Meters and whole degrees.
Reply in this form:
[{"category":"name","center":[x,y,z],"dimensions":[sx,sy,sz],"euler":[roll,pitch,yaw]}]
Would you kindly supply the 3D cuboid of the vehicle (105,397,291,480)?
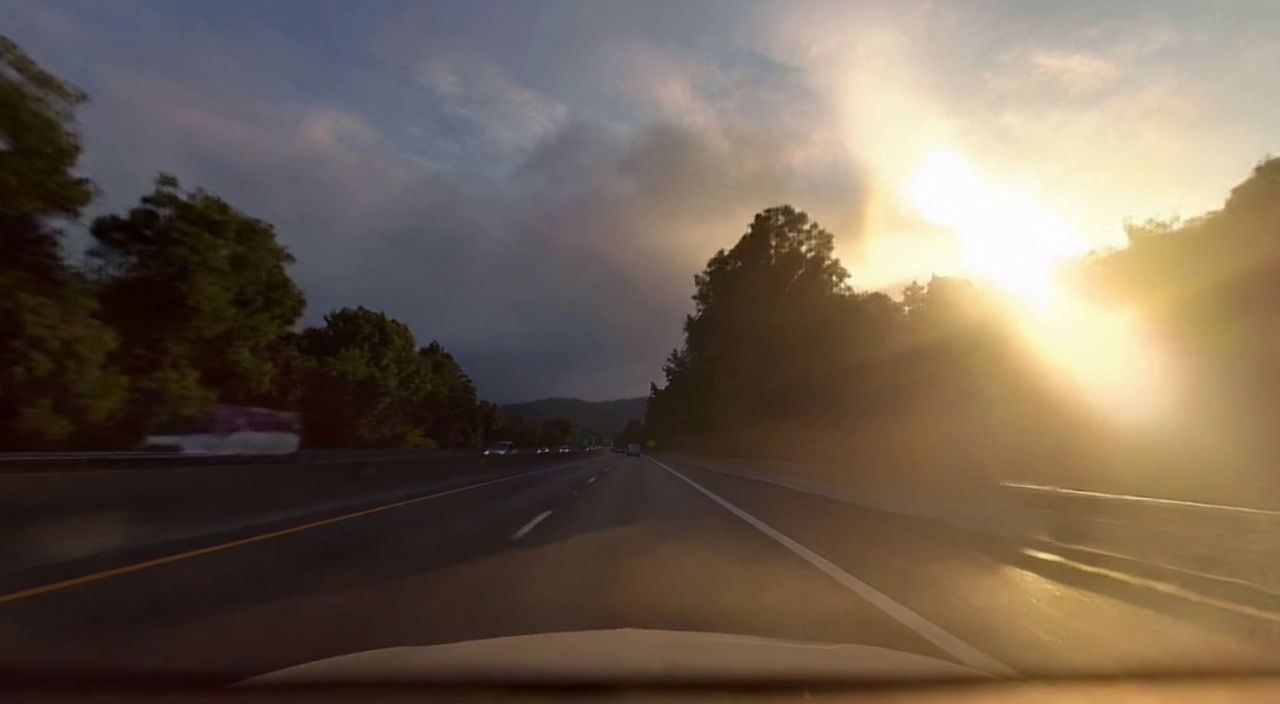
[{"category":"vehicle","center":[-16.269,3.320,23.861],"dimensions":[2.441,2.701,6.215],"euler":[0,-9,0]}]
